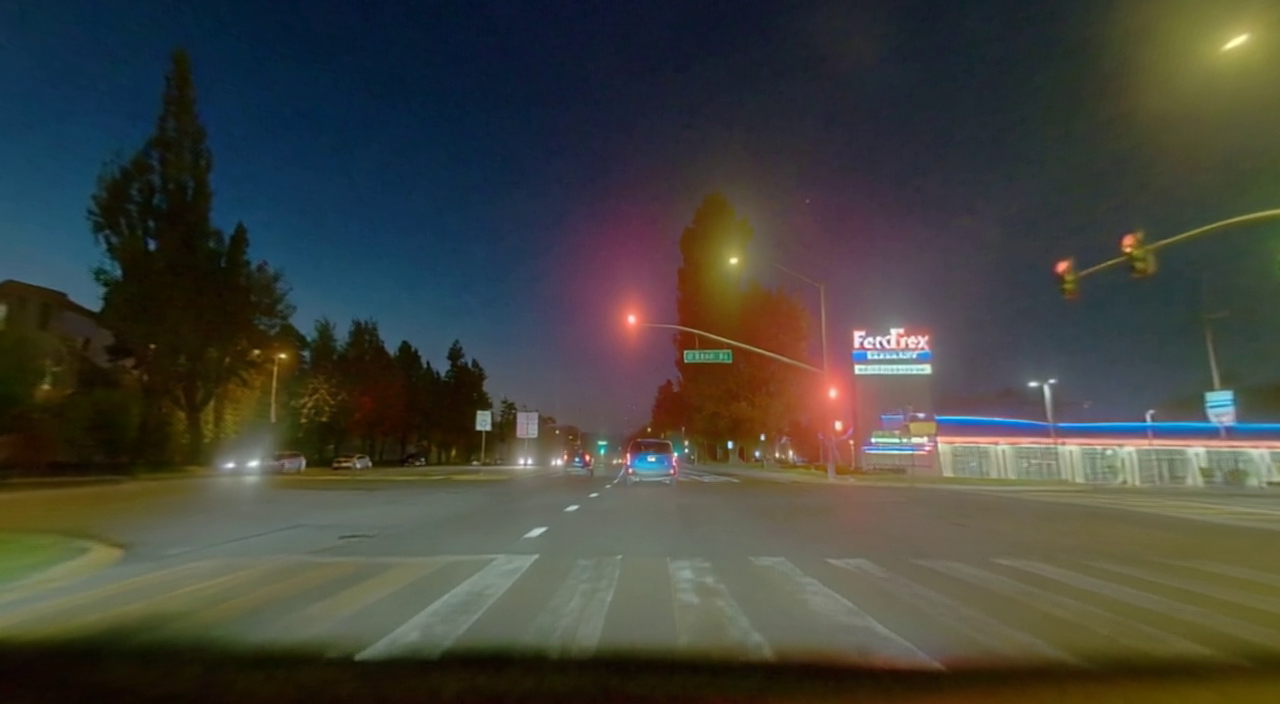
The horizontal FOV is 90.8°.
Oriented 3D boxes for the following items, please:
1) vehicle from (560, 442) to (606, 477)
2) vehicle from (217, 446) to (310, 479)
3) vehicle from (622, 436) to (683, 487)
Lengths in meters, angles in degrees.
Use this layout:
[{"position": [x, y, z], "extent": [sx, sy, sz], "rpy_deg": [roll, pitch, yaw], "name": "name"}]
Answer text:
[{"position": [-3.216, 6.175, 36.630], "extent": [2.202, 1.856, 4.516], "rpy_deg": [0, -8, 1], "name": "vehicle"}, {"position": [-19.660, 5.773, 33.305], "extent": [1.948, 1.586, 4.962], "rpy_deg": [0, -8, -1], "name": "vehicle"}, {"position": [0.458, 4.471, 26.208], "extent": [2.273, 1.909, 5.075], "rpy_deg": [0, -8, 0], "name": "vehicle"}]
